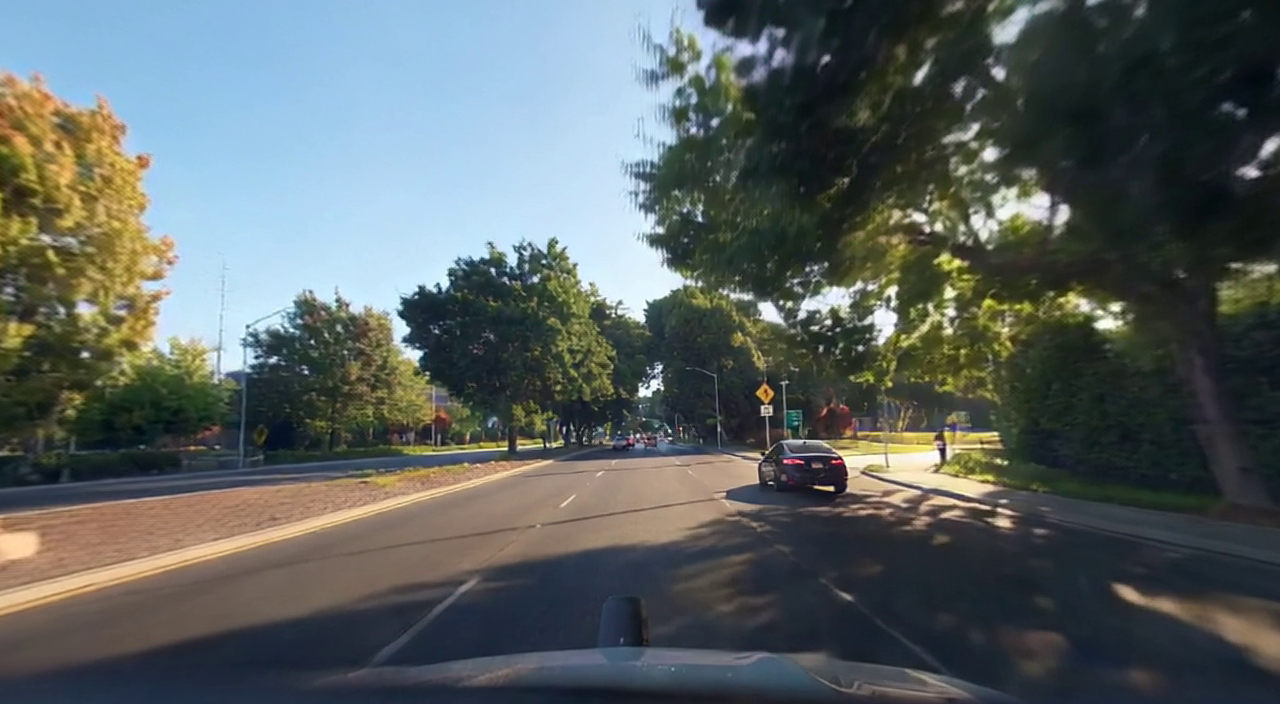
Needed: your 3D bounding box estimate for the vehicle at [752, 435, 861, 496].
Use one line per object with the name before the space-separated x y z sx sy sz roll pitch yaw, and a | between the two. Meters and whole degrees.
vehicle | 4.647 3.230 18.221 1.913 1.516 4.322 0 -9 -1
